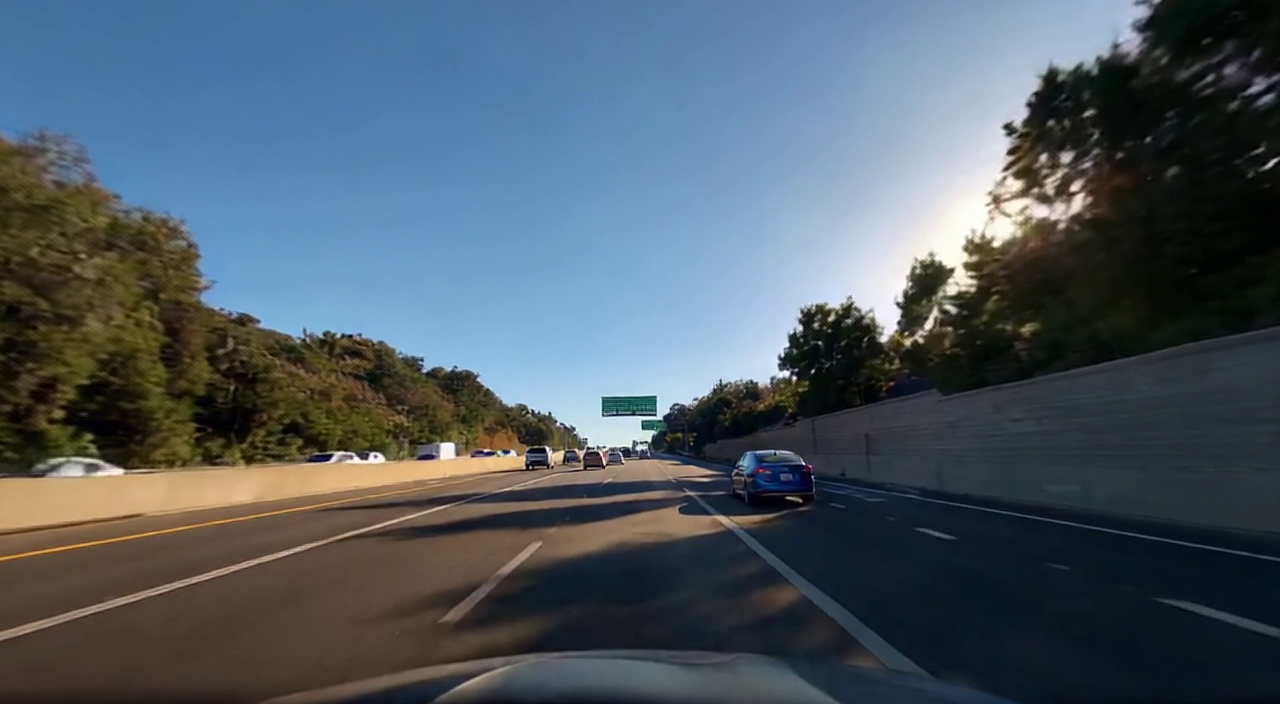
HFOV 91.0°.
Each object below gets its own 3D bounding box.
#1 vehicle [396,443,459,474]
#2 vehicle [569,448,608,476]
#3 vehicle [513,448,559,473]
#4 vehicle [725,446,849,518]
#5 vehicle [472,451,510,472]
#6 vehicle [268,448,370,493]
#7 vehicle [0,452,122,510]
[{"bbox_3d":[-14.692,7.371,43.922,2.313,1.980,5.831,1,-9,1],"label":"vehicle"},{"bbox_3d":[-3.111,6.791,39.099,2.030,1.563,4.389,1,-9,0],"label":"vehicle"},{"bbox_3d":[-6.710,7.046,41.153,2.107,1.541,4.713,1,-9,1],"label":"vehicle"},{"bbox_3d":[3.384,3.060,15.388,1.979,1.486,4.125,1,-9,-1],"label":"vehicle"},{"bbox_3d":[-11.253,8.249,47.637,1.868,1.435,3.659,1,-9,2],"label":"vehicle"},{"bbox_3d":[-11.745,4.327,23.309,1.767,1.457,3.697,1,-9,0],"label":"vehicle"},{"bbox_3d":[-18.090,3.700,18.420,1.881,1.508,4.584,0,-9,1],"label":"vehicle"}]
